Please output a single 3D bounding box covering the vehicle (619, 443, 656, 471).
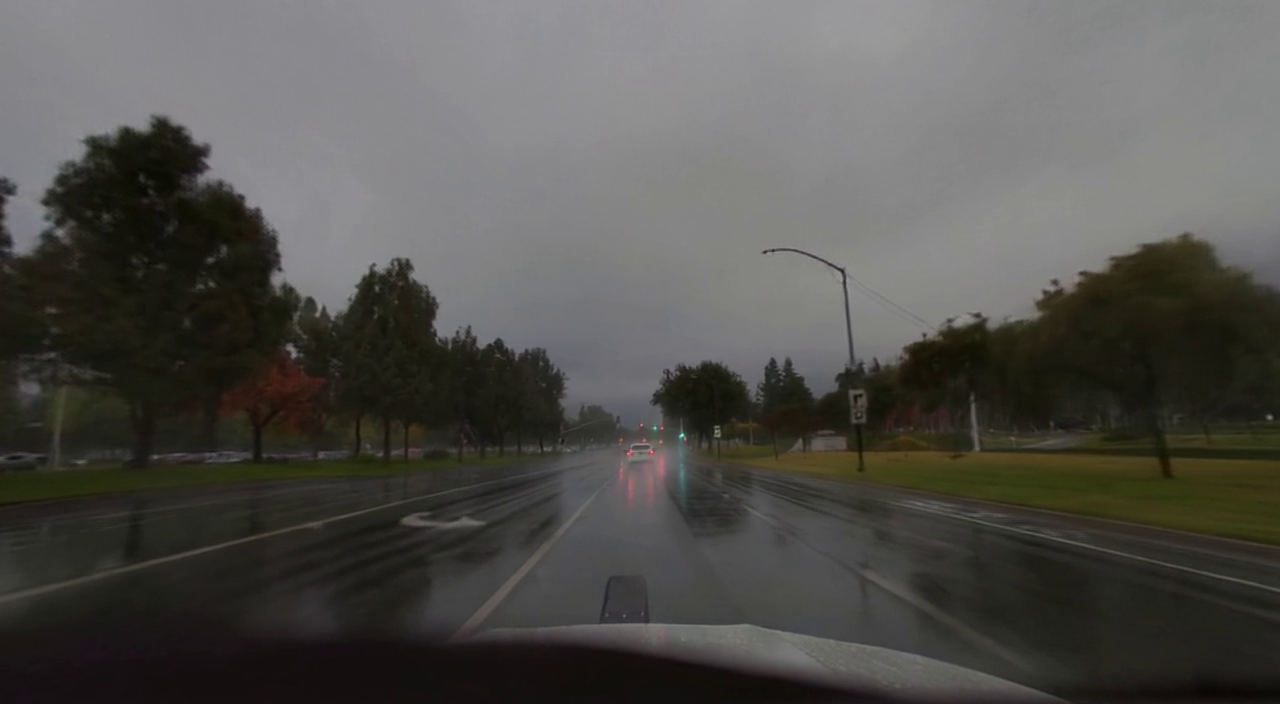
[{"bbox_3d":[-0.178,6.070,36.604,1.978,1.499,3.915,0,-8,-1],"label":"vehicle"}]
